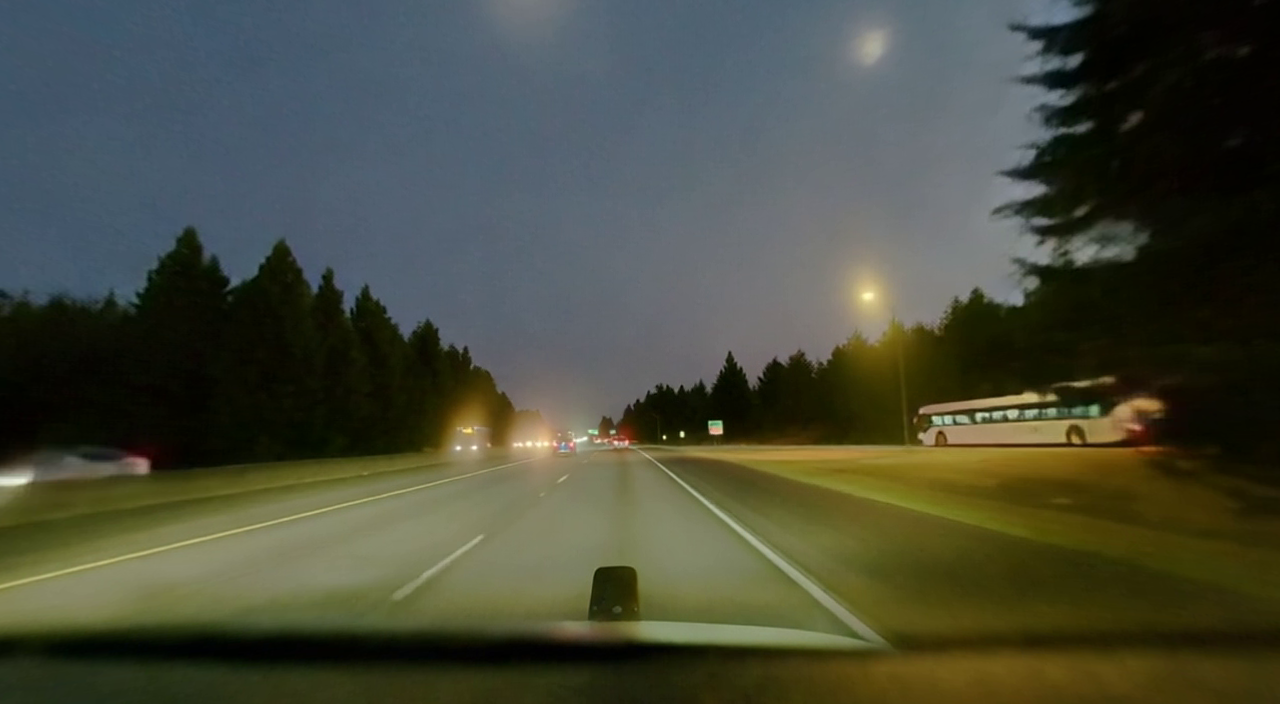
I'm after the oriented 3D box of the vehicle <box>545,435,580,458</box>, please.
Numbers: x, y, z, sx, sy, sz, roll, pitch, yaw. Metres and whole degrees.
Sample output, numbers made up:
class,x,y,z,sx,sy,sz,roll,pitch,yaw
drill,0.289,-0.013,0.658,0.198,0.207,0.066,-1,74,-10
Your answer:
class,x,y,z,sx,sy,sz,roll,pitch,yaw
vehicle,-5.065,6.208,41.668,1.907,1.445,4.049,0,-8,-2

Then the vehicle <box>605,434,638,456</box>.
class,x,y,z,sx,sy,sz,roll,pitch,yaw
vehicle,-1.242,6.461,43.849,2.162,1.460,4.242,0,-8,-1
